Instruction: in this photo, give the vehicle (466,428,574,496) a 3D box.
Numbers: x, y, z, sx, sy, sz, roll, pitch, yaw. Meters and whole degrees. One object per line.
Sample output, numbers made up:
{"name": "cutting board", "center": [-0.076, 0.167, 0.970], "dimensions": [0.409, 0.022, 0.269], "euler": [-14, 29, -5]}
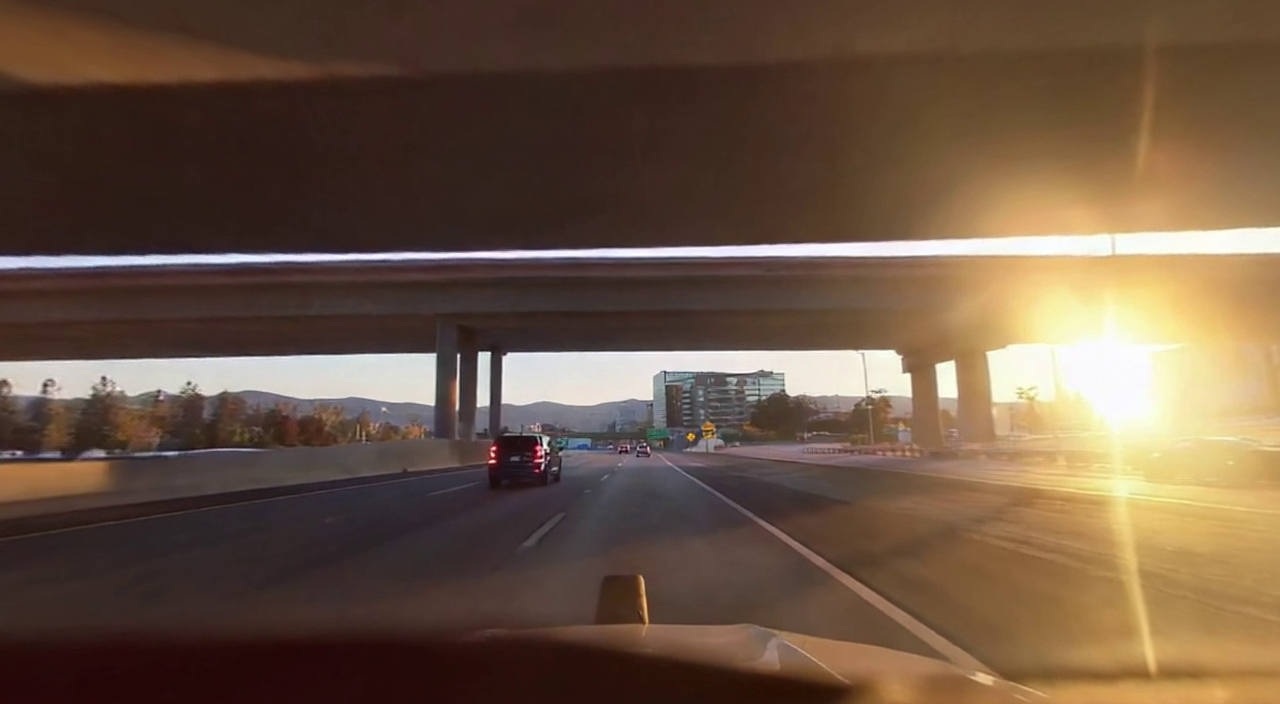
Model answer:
{"name": "vehicle", "center": [-3.338, 3.212, 18.641], "dimensions": [2.203, 1.734, 4.600], "euler": [0, -9, 1]}
